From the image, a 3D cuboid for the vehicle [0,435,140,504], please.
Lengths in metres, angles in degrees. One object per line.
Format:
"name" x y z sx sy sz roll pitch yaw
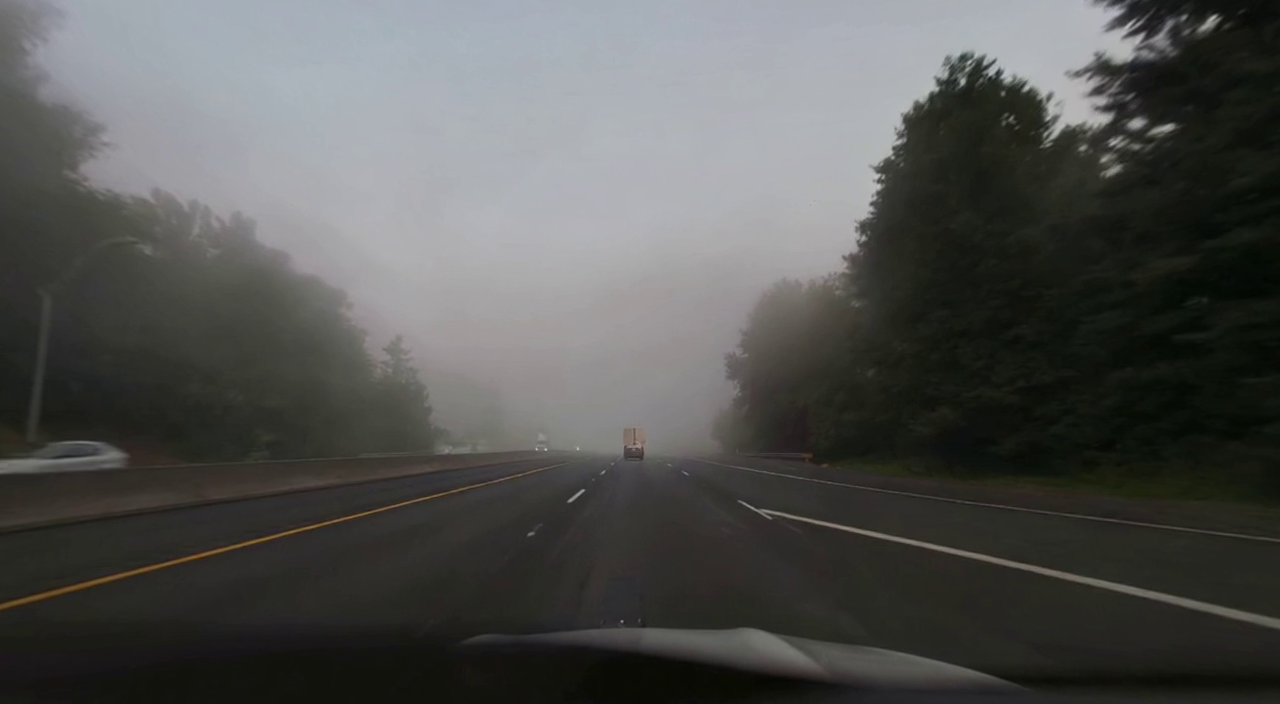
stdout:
"vehicle" -14.652 2.793 15.312 1.850 1.463 3.779 0 -9 0
